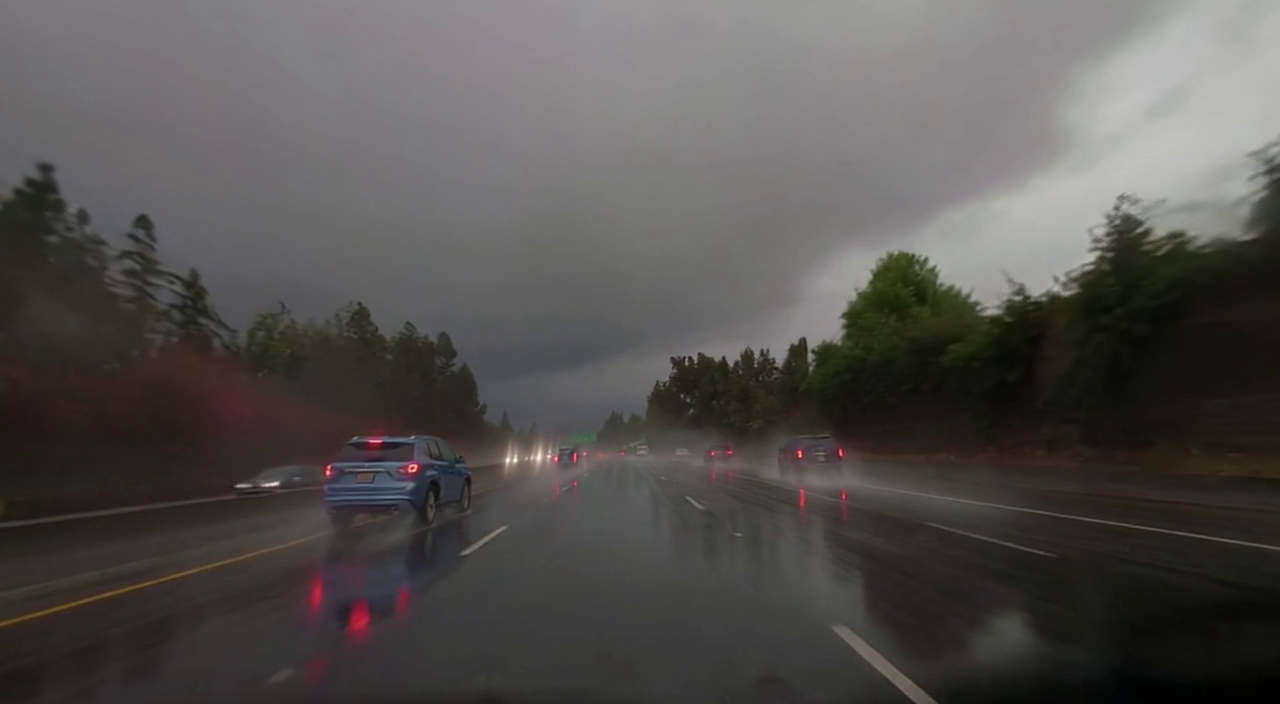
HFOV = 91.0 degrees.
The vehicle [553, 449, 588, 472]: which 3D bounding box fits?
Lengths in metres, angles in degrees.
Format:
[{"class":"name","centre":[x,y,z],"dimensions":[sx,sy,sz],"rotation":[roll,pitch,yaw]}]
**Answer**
[{"class":"vehicle","centre":[-4.680,7.362,42.973],"dimensions":[2.009,1.488,4.289],"rotation":[0,-9,-2]}]

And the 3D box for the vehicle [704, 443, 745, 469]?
[{"class":"vehicle","centre":[5.963,7.410,45.041],"dimensions":[2.107,1.732,4.527],"rotation":[0,-9,-3]}]

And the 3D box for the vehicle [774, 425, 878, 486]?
[{"class":"vehicle","centre":[7.010,4.011,24.488],"dimensions":[2.378,2.096,5.119],"rotation":[0,-9,-1]}]

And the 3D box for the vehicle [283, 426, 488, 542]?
[{"class":"vehicle","centre":[-4.410,2.350,11.826],"dimensions":[2.079,1.745,4.281],"rotation":[0,-9,-1]}]
